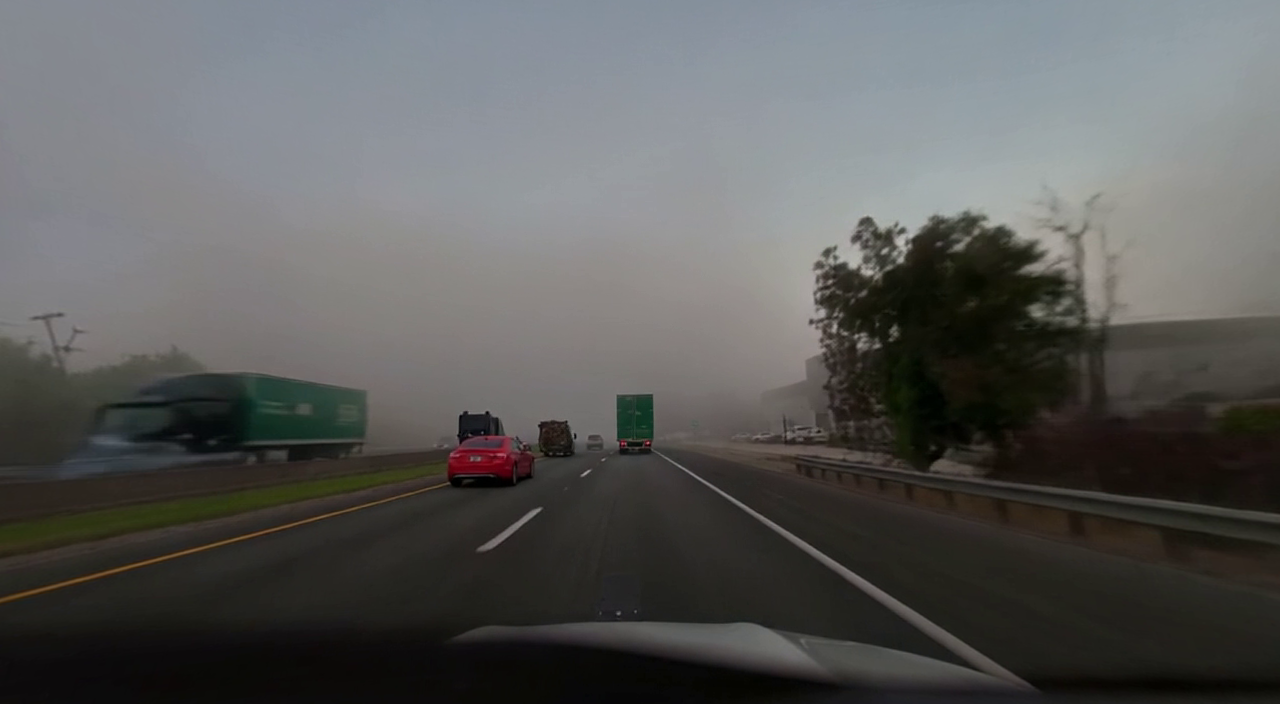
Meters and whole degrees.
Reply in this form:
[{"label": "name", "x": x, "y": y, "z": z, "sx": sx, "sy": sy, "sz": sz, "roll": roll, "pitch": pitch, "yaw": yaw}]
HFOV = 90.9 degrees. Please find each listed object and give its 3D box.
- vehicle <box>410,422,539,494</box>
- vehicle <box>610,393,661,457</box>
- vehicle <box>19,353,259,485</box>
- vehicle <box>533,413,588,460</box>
[{"label": "vehicle", "x": -4.153, "y": 2.751, "z": 16.827, "sx": 2.005, "sy": 1.602, "sz": 5.131, "roll": 0, "pitch": -8, "yaw": 1}, {"label": "vehicle", "x": -0.433, "y": 5.333, "z": 45.252, "sx": 3.259, "sy": 4.066, "sz": 9.891, "roll": 0, "pitch": -8, "yaw": -2}, {"label": "vehicle", "x": -16.707, "y": 2.377, "z": 21.765, "sx": 3.295, "sy": 3.920, "sz": 5.858, "roll": 0, "pitch": -8, "yaw": -1}, {"label": "vehicle", "x": -4.864, "y": 5.373, "z": 39.924, "sx": 2.717, "sy": 2.714, "sz": 6.997, "roll": 0, "pitch": -8, "yaw": -1}]
